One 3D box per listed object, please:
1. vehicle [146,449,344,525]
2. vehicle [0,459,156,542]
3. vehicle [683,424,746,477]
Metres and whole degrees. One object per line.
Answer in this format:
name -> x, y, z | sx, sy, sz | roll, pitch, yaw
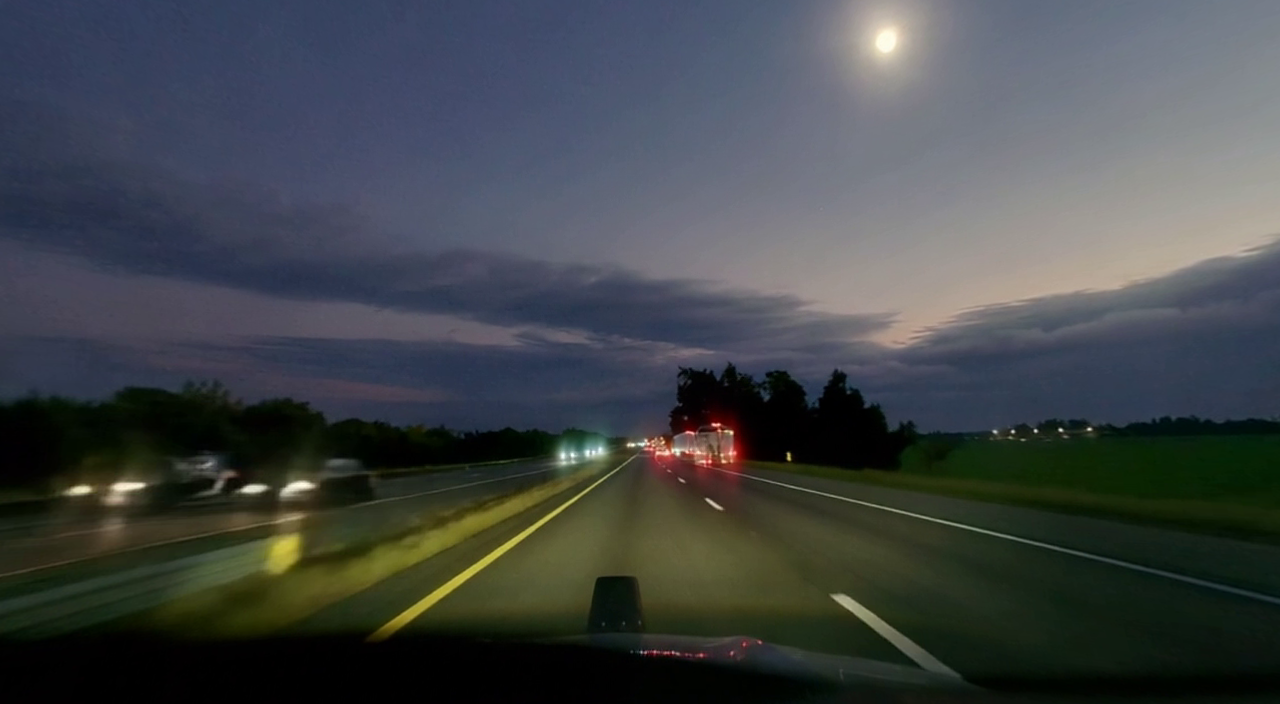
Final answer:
vehicle -> -9.101, 3.103, 15.067 | 1.989, 1.540, 4.178 | 0, -9, 0
vehicle -> -12.573, 2.989, 13.114 | 1.841, 1.447, 3.943 | 0, -9, 0
vehicle -> 3.854, 5.269, 33.832 | 2.472, 2.562, 5.594 | 0, -9, -2
